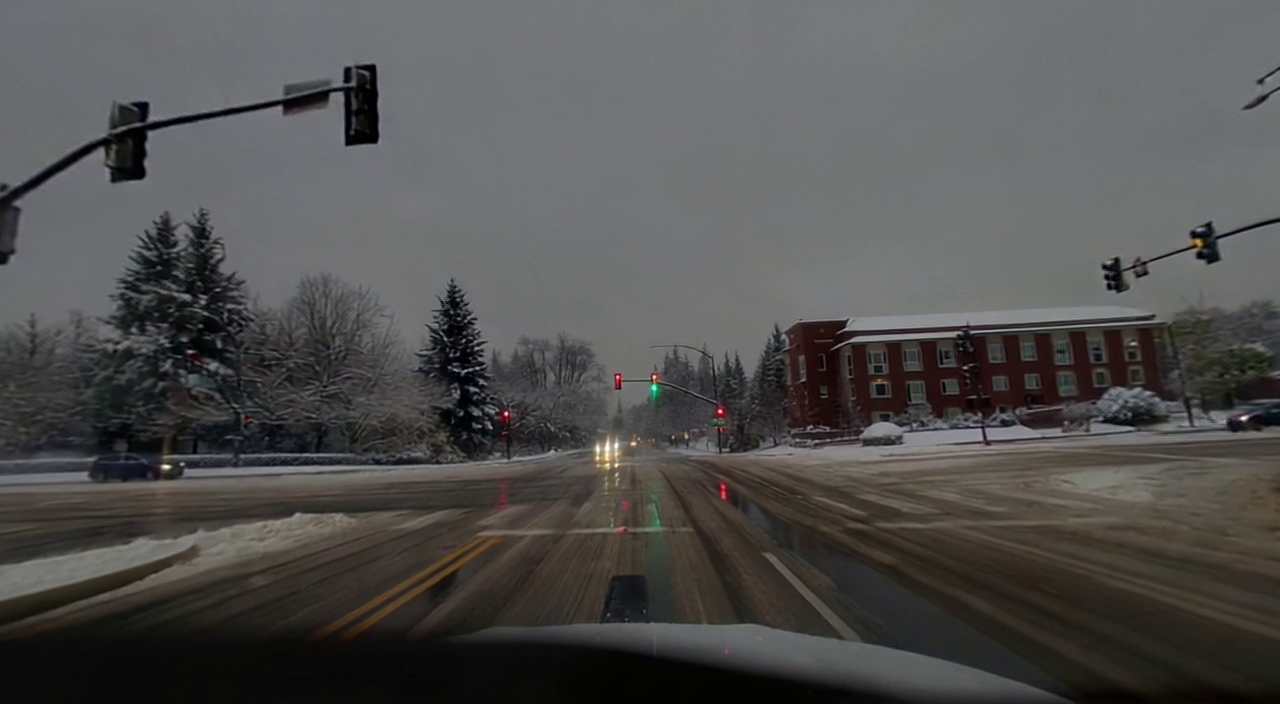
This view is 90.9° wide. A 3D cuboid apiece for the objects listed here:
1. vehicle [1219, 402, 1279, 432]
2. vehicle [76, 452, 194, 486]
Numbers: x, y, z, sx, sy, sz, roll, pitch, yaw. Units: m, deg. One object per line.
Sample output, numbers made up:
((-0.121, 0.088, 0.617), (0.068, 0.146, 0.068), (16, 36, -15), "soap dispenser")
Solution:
((37.714, 3.899, 37.474), (4.483, 1.691, 1.949), (0, -8, 1), "vehicle")
((-25.156, 5.827, 31.496), (4.332, 1.573, 1.900), (0, -8, 3), "vehicle")
